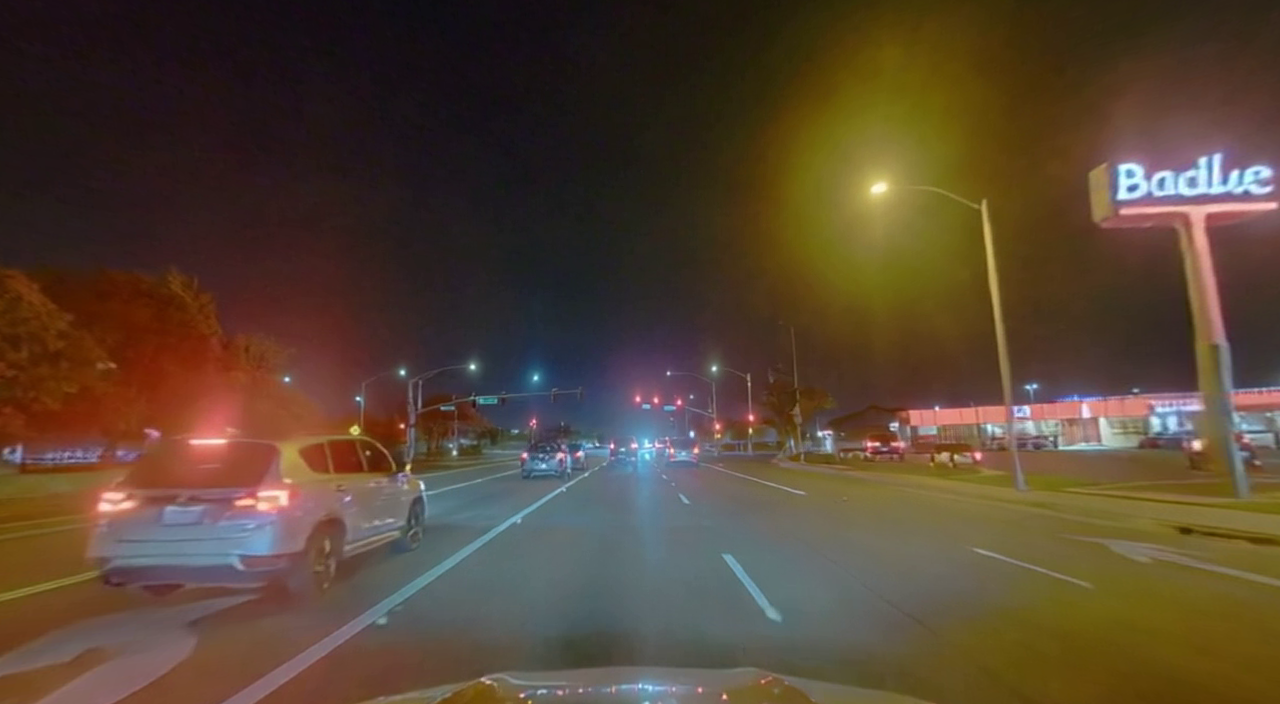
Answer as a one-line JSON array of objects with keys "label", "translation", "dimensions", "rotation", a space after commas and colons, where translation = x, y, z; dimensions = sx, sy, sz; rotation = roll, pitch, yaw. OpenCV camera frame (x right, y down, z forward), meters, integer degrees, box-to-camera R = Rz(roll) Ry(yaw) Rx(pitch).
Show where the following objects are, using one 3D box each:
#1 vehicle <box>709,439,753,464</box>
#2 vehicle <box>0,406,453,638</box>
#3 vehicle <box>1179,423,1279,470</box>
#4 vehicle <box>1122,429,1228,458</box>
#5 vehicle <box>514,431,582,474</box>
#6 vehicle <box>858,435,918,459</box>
[{"label": "vehicle", "translation": [5.578, 6.161, 39.263], "dimensions": [2.017, 1.453, 4.497], "rotation": [0, -8, -1]}, {"label": "vehicle", "translation": [-3.685, 1.453, 6.479], "dimensions": [2.097, 1.497, 4.571], "rotation": [0, -8, 1]}, {"label": "vehicle", "translation": [23.769, 3.535, 23.730], "dimensions": [4.824, 1.693, 1.984], "rotation": [-4, -9, 21]}, {"label": "vehicle", "translation": [30.550, 5.245, 36.239], "dimensions": [4.181, 1.491, 1.706], "rotation": [-5, -10, 23]}, {"label": "vehicle", "translation": [-3.767, 4.214, 26.572], "dimensions": [2.143, 1.643, 4.336], "rotation": [0, -8, 1]}, {"label": "vehicle", "translation": [16.060, 6.173, 41.198], "dimensions": [1.819, 1.457, 4.680], "rotation": [0, -8, -3]}]
